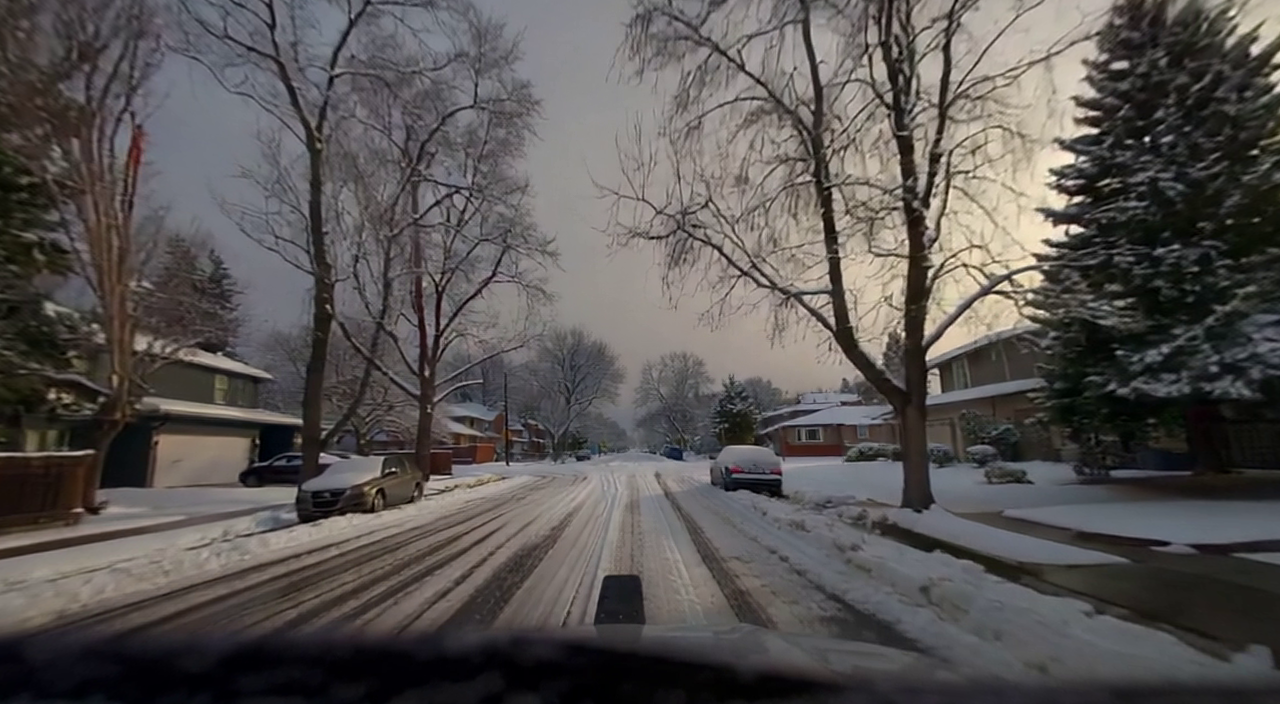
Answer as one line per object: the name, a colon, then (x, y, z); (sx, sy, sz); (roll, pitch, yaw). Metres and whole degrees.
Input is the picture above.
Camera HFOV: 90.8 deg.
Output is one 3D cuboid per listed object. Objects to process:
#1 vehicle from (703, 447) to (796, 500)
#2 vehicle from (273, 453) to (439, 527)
vehicle: (3.279, 3.723, 19.838); (1.986, 1.476, 4.306); (0, -9, -2)
vehicle: (-6.650, 3.235, 15.462); (2.035, 1.480, 4.508); (0, -9, -1)
